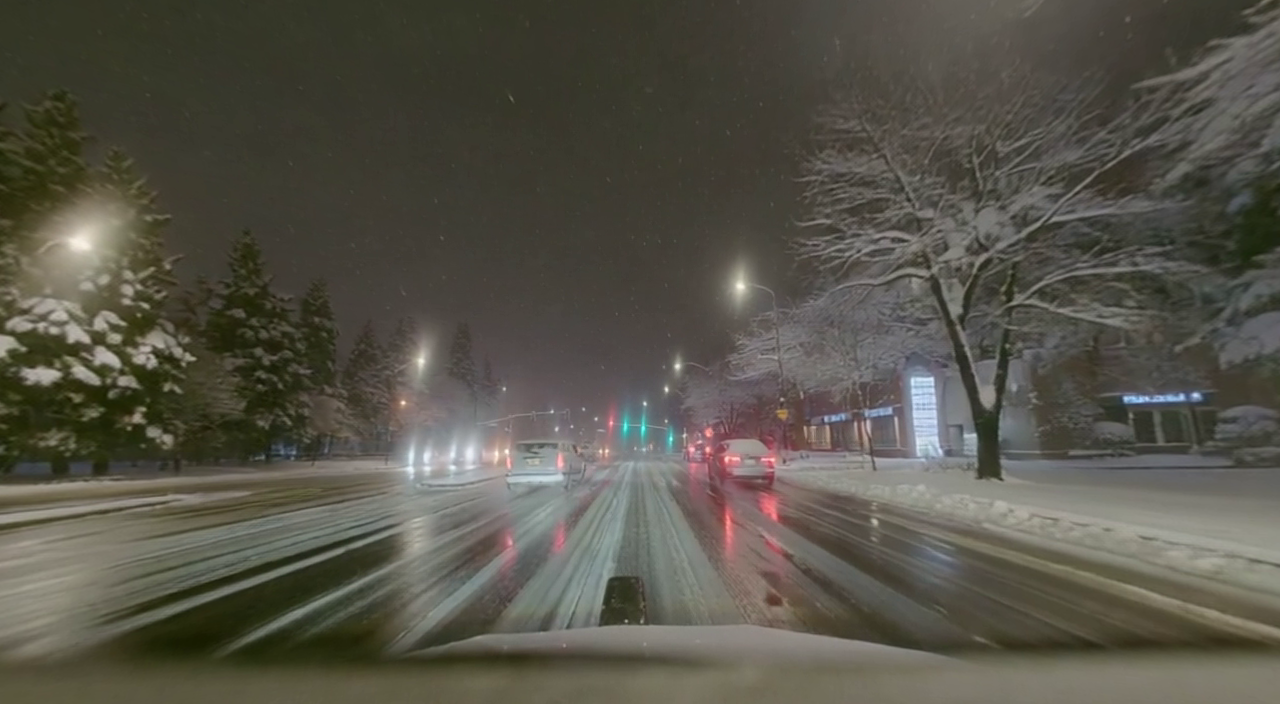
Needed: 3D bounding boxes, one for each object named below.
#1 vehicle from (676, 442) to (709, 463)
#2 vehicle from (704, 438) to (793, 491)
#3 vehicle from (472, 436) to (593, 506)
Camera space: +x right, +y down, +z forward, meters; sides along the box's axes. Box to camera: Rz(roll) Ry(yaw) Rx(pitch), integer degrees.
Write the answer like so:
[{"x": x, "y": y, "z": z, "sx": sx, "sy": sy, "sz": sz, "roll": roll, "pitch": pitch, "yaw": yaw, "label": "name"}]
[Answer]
[{"x": 3.781, "y": 7.294, "z": 45.950, "sx": 1.913, "sy": 1.463, "sz": 4.198, "roll": 0, "pitch": -8, "yaw": -1, "label": "vehicle"}, {"x": 3.277, "y": 3.492, "z": 19.951, "sx": 1.948, "sy": 1.474, "sz": 4.360, "roll": 0, "pitch": -8, "yaw": -1, "label": "vehicle"}, {"x": -2.404, "y": 2.771, "z": 15.156, "sx": 1.971, "sy": 1.433, "sz": 3.923, "roll": 0, "pitch": -8, "yaw": 4, "label": "vehicle"}]
